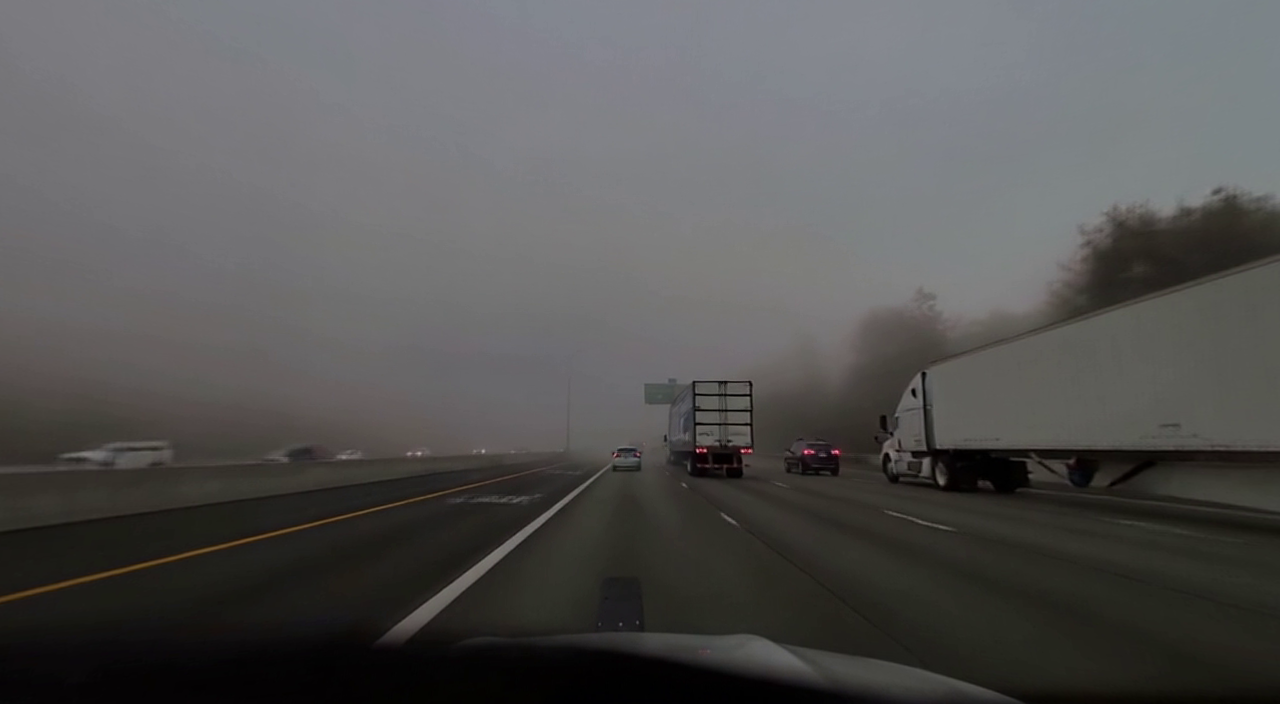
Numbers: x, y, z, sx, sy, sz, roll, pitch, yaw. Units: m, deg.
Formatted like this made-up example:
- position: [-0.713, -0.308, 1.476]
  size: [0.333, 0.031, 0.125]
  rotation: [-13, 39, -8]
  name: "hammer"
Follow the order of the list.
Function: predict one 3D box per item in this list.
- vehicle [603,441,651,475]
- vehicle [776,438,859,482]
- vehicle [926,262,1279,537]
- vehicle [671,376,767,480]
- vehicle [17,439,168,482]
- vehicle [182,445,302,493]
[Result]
- position: [-0.614, 5.109, 30.650]
  size: [2.163, 1.551, 4.180]
  rotation: [0, -9, -1]
  name: "vehicle"
- position: [7.355, 4.502, 26.629]
  size: [2.154, 1.658, 4.347]
  rotation: [0, -9, -1]
  name: "vehicle"
- position: [11.241, 1.197, 12.714]
  size: [2.898, 4.171, 17.188]
  rotation: [0, -9, 0]
  name: "vehicle"
- position: [3.406, 3.805, 30.503]
  size: [2.999, 4.127, 10.526]
  rotation: [0, -9, -1]
  name: "vehicle"
- position: [-24.163, 4.808, 28.252]
  size: [2.107, 1.725, 5.187]
  rotation: [0, -9, -1]
  name: "vehicle"
- position: [-12.904, 3.780, 20.746]
  size: [1.595, 1.414, 3.486]
  rotation: [0, -9, 1]
  name: "vehicle"
